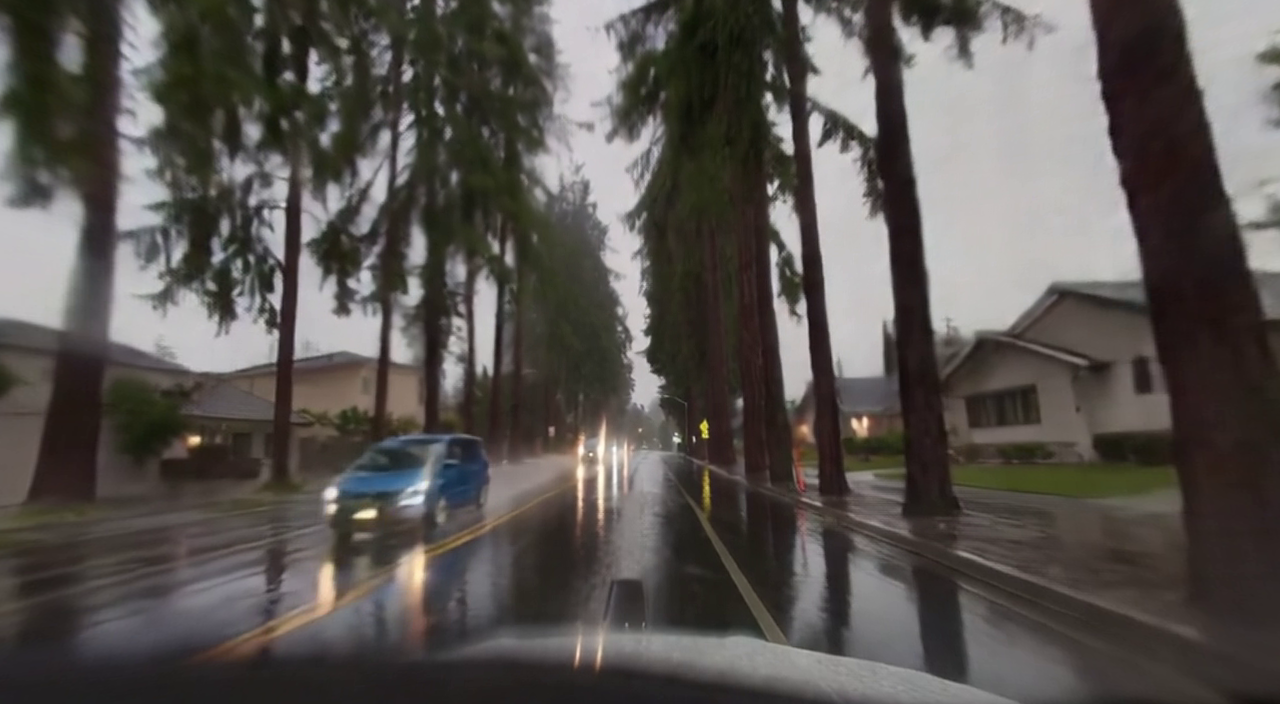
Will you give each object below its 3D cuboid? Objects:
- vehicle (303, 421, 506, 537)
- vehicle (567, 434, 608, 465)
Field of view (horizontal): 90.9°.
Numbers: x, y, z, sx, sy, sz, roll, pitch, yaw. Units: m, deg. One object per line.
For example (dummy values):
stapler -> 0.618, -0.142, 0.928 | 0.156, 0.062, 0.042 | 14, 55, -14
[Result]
vehicle -> -4.178, 2.315, 12.185 | 2.041, 1.780, 4.618 | 0, -8, 1
vehicle -> -3.781, 7.172, 46.651 | 2.417, 2.088, 5.780 | 0, -8, 1
